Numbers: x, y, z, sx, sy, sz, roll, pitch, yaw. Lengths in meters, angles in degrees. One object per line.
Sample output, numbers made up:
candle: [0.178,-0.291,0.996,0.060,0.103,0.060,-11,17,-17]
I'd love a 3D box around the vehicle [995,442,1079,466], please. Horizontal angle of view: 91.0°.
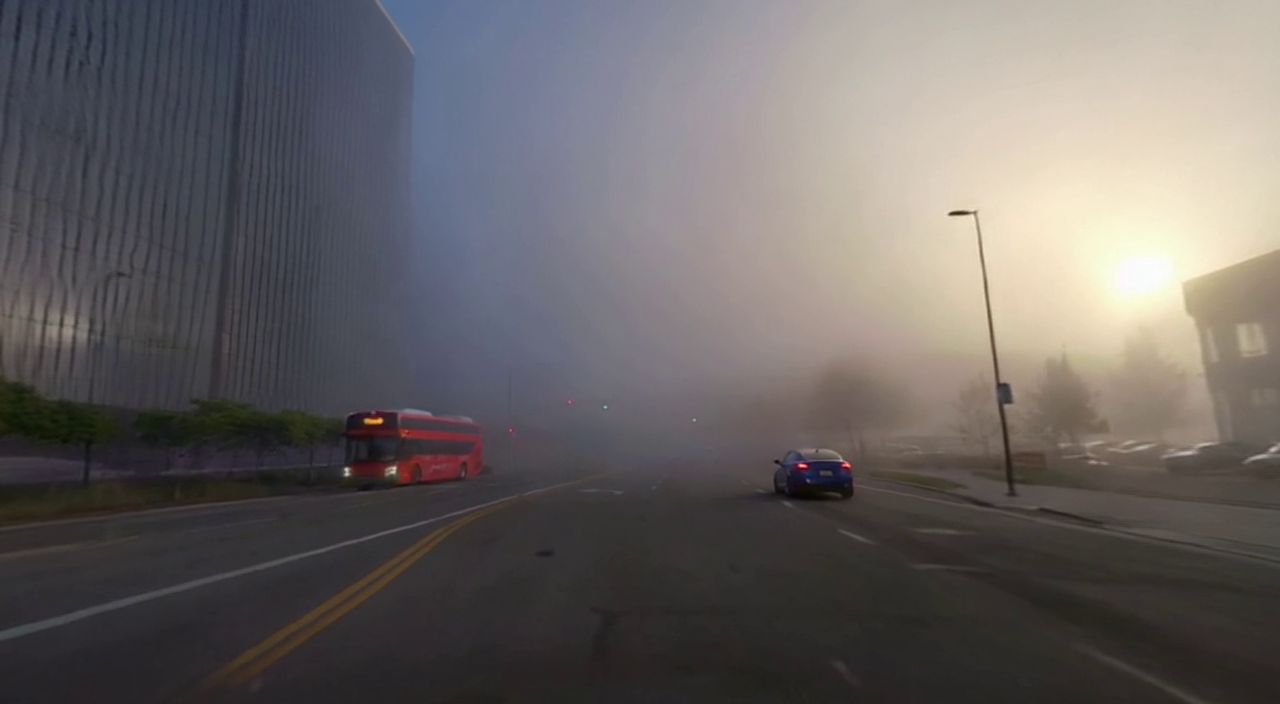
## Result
vehicle: [25.224,6.517,40.118,3.983,1.479,1.857,-2,-9,9]

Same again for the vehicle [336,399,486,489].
vehicle: [-13.005,5.642,38.034,3.110,4.418,13.688,-1,-9,4]

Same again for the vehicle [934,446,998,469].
vehicle: [24.887,8.080,48.169,3.824,1.453,1.894,-3,-8,1]

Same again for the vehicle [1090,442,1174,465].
vehicle: [38.600,7.996,49.502,4.638,1.678,2.196,-1,-9,2]

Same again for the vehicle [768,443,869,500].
vehicle: [5.205,3.559,18.989,1.993,1.501,4.127,-1,-9,2]

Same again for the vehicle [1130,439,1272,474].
vehicle: [24.546,4.610,27.680,4.201,1.441,1.970,-1,-9,4]
